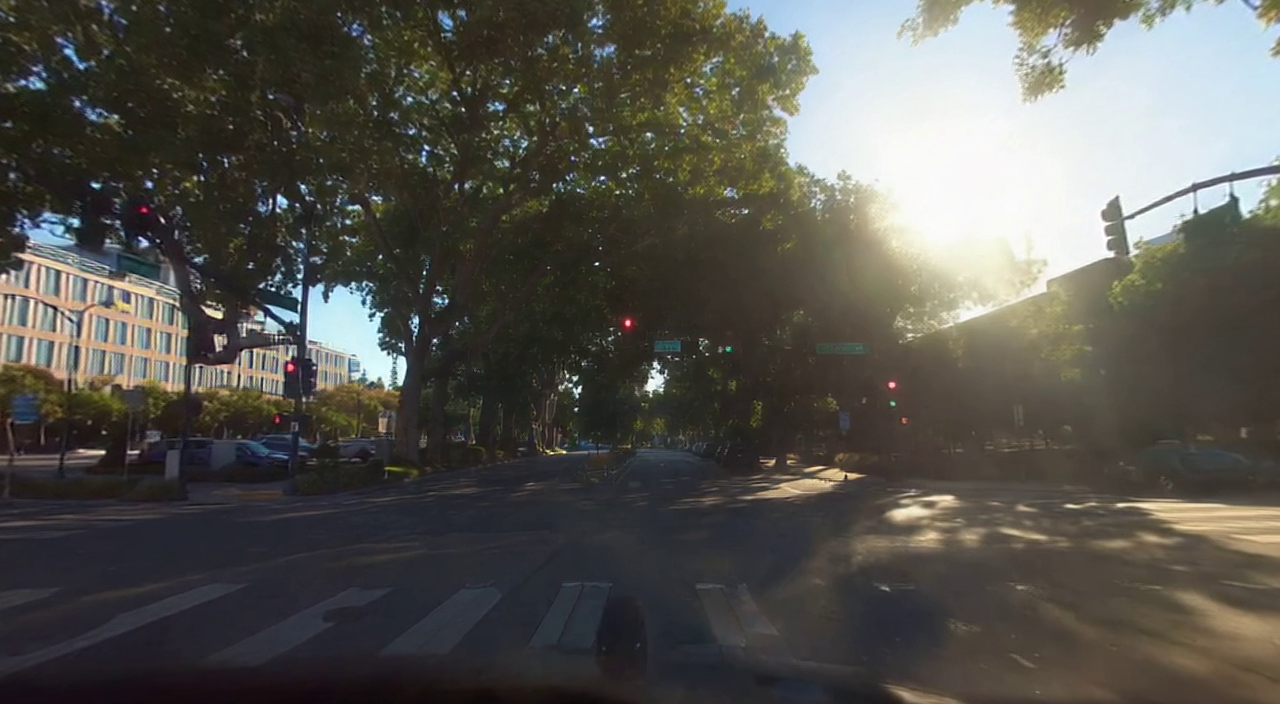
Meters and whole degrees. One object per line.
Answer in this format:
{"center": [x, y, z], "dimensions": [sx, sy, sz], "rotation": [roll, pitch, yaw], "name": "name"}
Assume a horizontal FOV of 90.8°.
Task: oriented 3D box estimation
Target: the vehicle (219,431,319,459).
{"center": [-22.386, 5.637, 38.249], "dimensions": [4.765, 1.593, 1.891], "rotation": [1, -9, -7], "name": "vehicle"}
